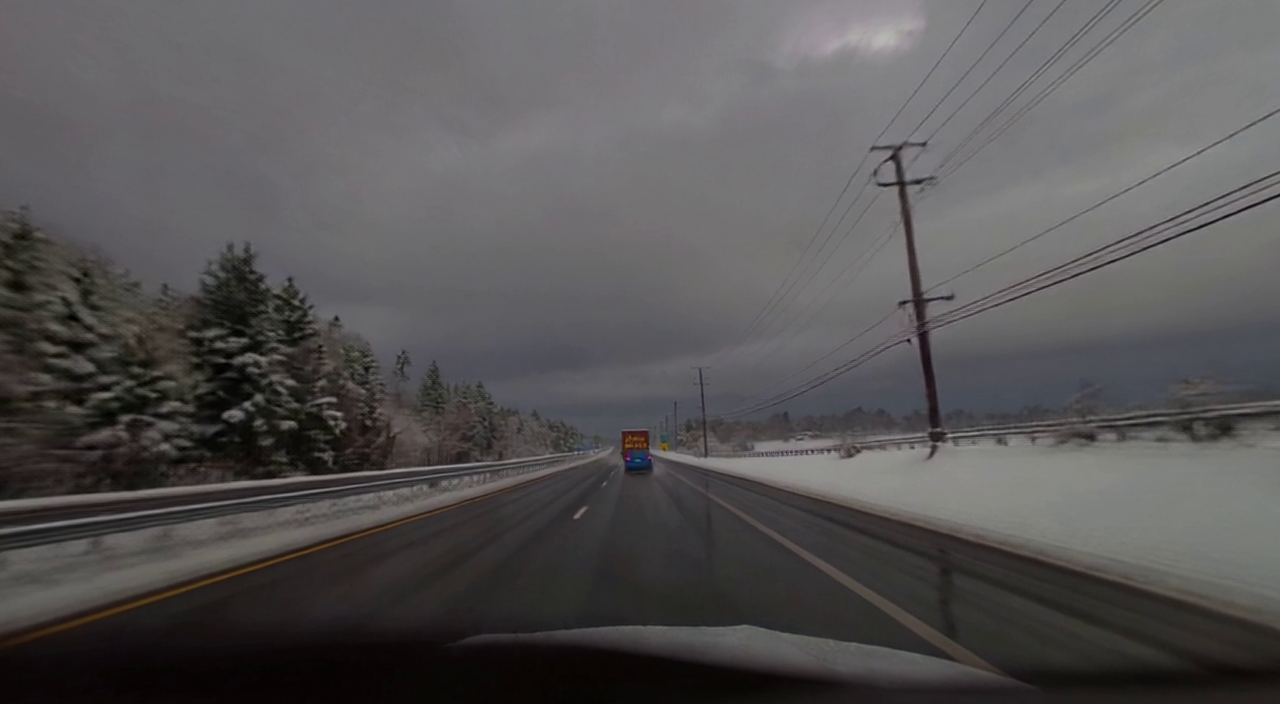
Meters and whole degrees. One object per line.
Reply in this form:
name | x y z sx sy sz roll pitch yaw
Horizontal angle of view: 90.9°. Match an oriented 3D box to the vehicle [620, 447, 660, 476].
vehicle | -0.056 6.029 34.976 2.080 1.486 3.813 0 -9 -1
